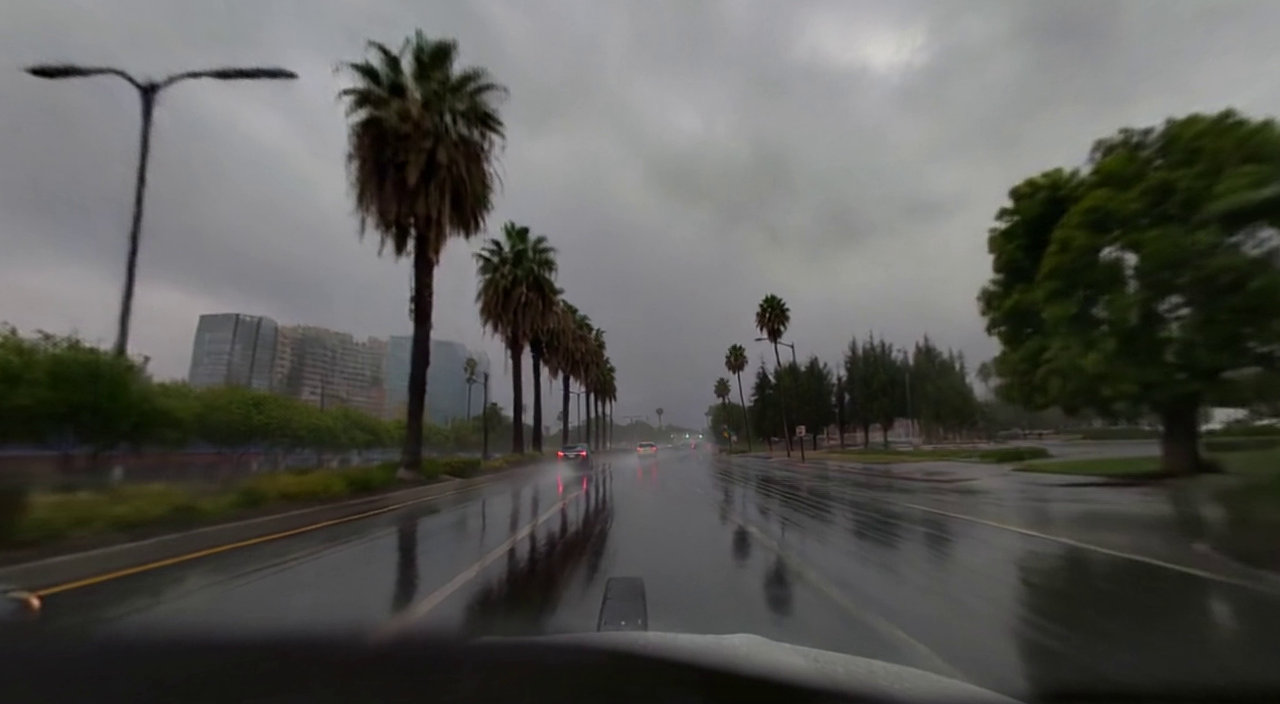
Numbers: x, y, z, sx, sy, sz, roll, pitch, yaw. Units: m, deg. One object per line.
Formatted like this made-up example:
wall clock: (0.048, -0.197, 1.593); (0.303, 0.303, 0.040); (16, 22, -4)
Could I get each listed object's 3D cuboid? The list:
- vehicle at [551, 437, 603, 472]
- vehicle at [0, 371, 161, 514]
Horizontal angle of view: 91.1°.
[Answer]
vehicle: (-3.438, 5.709, 35.093); (2.188, 1.819, 4.667); (-1, -8, 3)
vehicle: (-21.108, 2.559, 17.285); (2.968, 4.370, 16.176); (-1, -7, 1)
